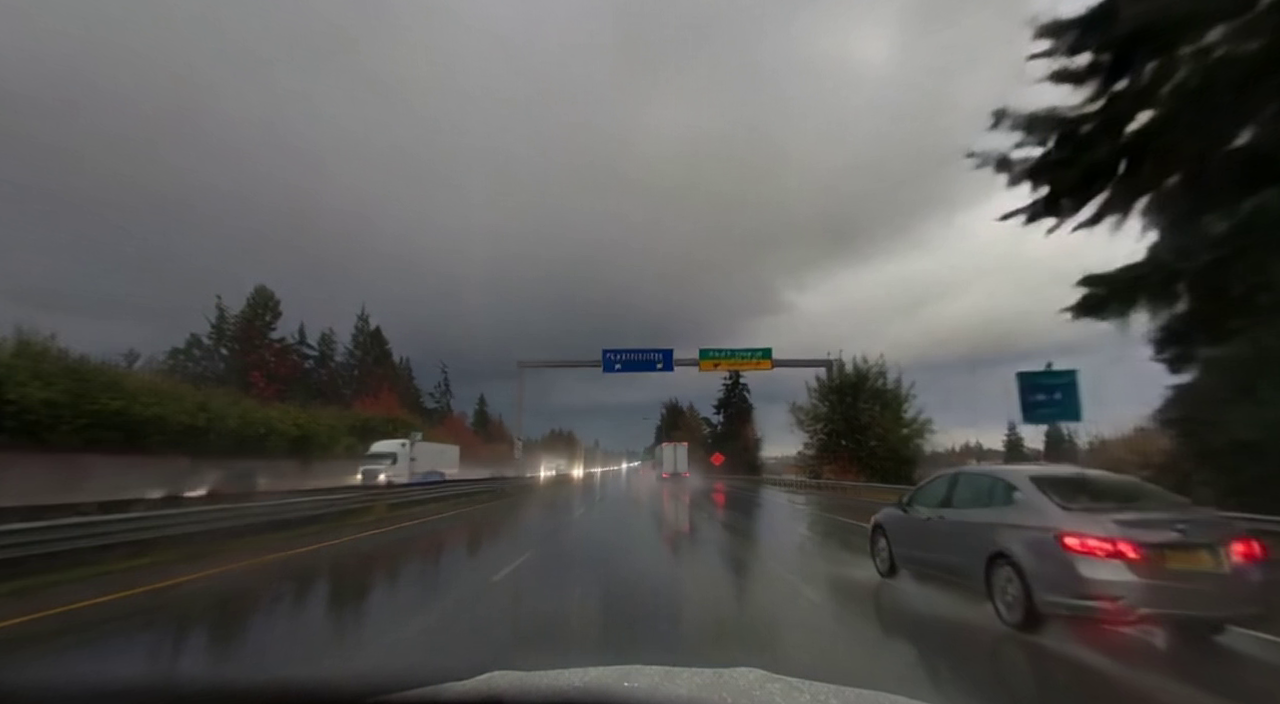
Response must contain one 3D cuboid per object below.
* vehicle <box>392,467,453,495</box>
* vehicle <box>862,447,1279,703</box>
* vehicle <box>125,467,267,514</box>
[{"bbox_3d":[-12.191,7.261,35.586,1.860,1.458,4.370,1,-11,0],"label":"vehicle"},{"bbox_3d":[3.942,1.715,5.847,2.051,1.472,4.547,1,-11,-1],"label":"vehicle"},{"bbox_3d":[-15.894,4.963,22.941,1.863,1.471,4.543,1,-11,0],"label":"vehicle"}]
